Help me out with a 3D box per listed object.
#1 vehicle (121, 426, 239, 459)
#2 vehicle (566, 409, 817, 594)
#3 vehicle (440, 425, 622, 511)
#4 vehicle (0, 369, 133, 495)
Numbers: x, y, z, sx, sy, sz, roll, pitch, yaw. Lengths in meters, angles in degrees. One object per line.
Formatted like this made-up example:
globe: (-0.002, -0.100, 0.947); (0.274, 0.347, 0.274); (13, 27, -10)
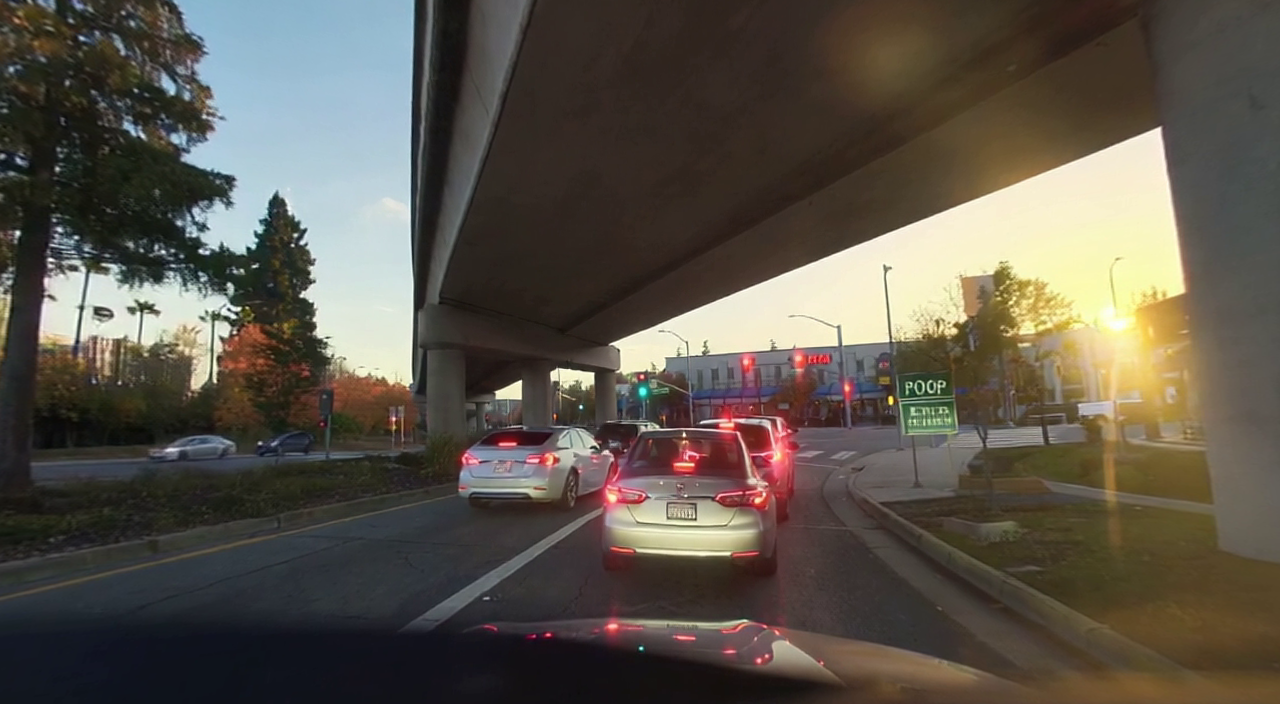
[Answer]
vehicle: (-28.994, 5.738, 39.952); (5.457, 2.021, 2.213); (2, -9, -13)
vehicle: (0.760, 1.624, 7.767); (2.195, 1.571, 4.353); (-2, -8, 9)
vehicle: (-2.086, 2.453, 13.834); (2.214, 1.519, 4.704); (-2, -9, 13)
vehicle: (-24.317, 2.770, 19.603); (13.064, 3.755, 3.269); (-1, -8, -13)
